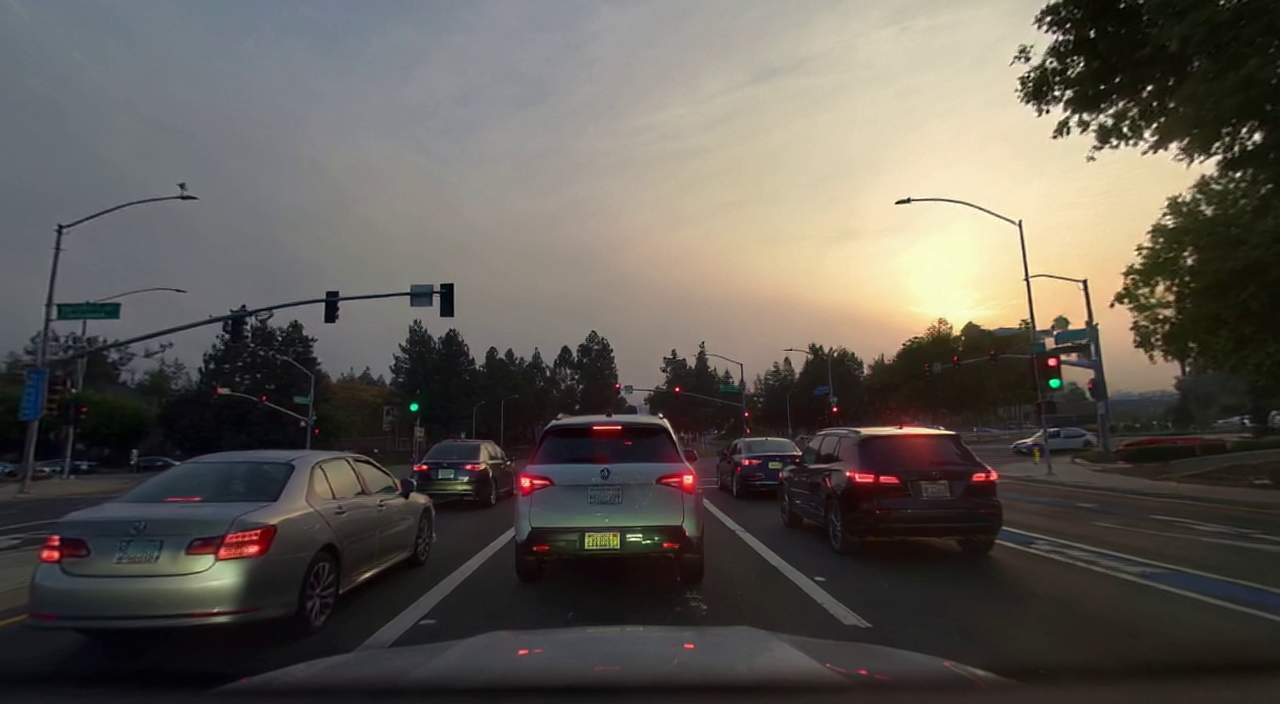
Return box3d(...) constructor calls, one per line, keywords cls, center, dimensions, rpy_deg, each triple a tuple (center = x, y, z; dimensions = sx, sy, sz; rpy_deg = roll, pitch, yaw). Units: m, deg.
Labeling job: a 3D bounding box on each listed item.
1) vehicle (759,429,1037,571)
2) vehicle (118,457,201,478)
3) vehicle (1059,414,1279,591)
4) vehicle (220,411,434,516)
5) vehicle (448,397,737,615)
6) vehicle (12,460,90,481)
box3d(cls="vehicle", center=(3.135, 1.885, 8.873), dimensions=(1.971, 1.473, 4.495), rpy_deg=(0, -8, -1))
box3d(cls="vehicle", center=(-37.353, 8.970, 48.870), dimensions=(4.914, 1.487, 1.850), rpy_deg=(0, -8, 1))
box3d(cls="vehicle", center=(6.558, 1.418, 6.161), dimensions=(1.941, 1.532, 4.152), rpy_deg=(0, -8, -1))
box3d(cls="vehicle", center=(-6.736, 2.473, 14.408), dimensions=(2.214, 1.953, 5.017), rpy_deg=(0, -8, 1))
box3d(cls="vehicle", center=(-0.343, 1.507, 7.035), dimensions=(2.256, 1.694, 4.055), rpy_deg=(0, -8, 1))
box3d(cls="vehicle", center=(-45.755, 9.211, 48.811), dimensions=(4.232, 1.498, 1.791), rpy_deg=(0, -8, 1))
